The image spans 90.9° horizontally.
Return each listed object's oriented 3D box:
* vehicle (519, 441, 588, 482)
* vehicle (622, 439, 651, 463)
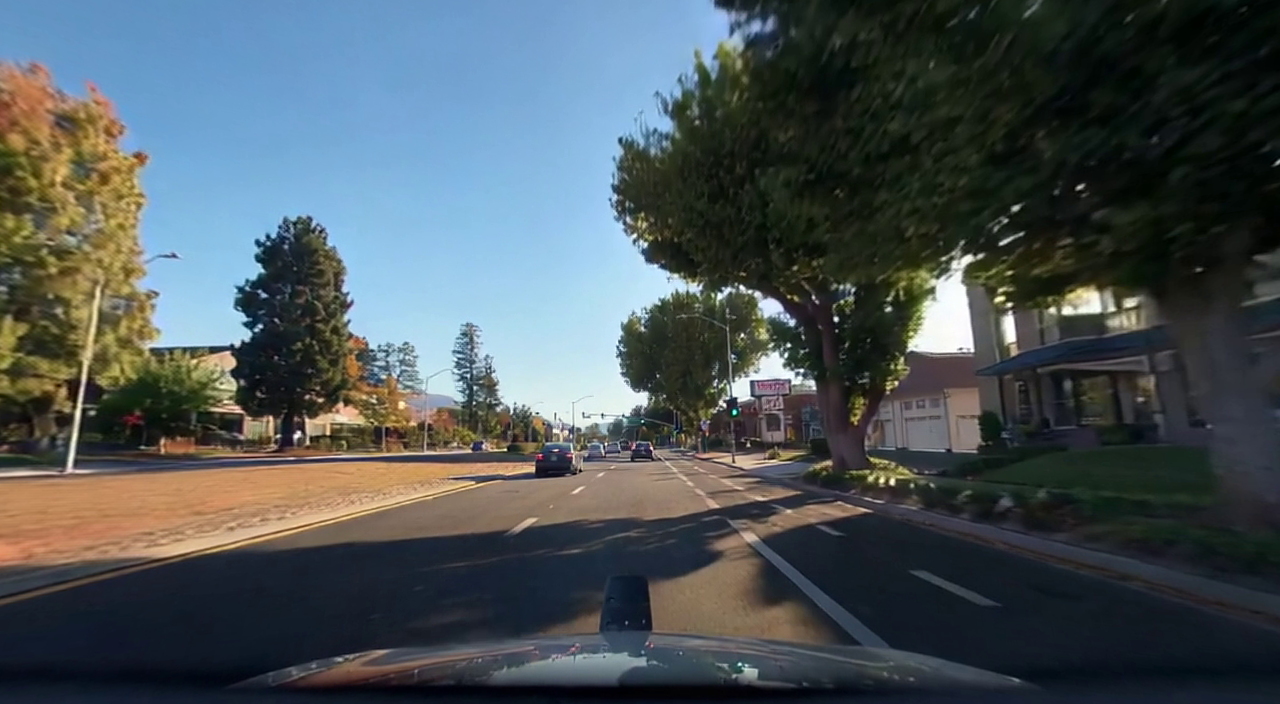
[{"bbox_3d":[-3.337,4.319,25.272,2.015,1.470,4.458,0,-8,2],"label":"vehicle"},{"bbox_3d":[-0.250,7.658,48.954,2.153,1.764,4.047,0,-8,0],"label":"vehicle"}]
